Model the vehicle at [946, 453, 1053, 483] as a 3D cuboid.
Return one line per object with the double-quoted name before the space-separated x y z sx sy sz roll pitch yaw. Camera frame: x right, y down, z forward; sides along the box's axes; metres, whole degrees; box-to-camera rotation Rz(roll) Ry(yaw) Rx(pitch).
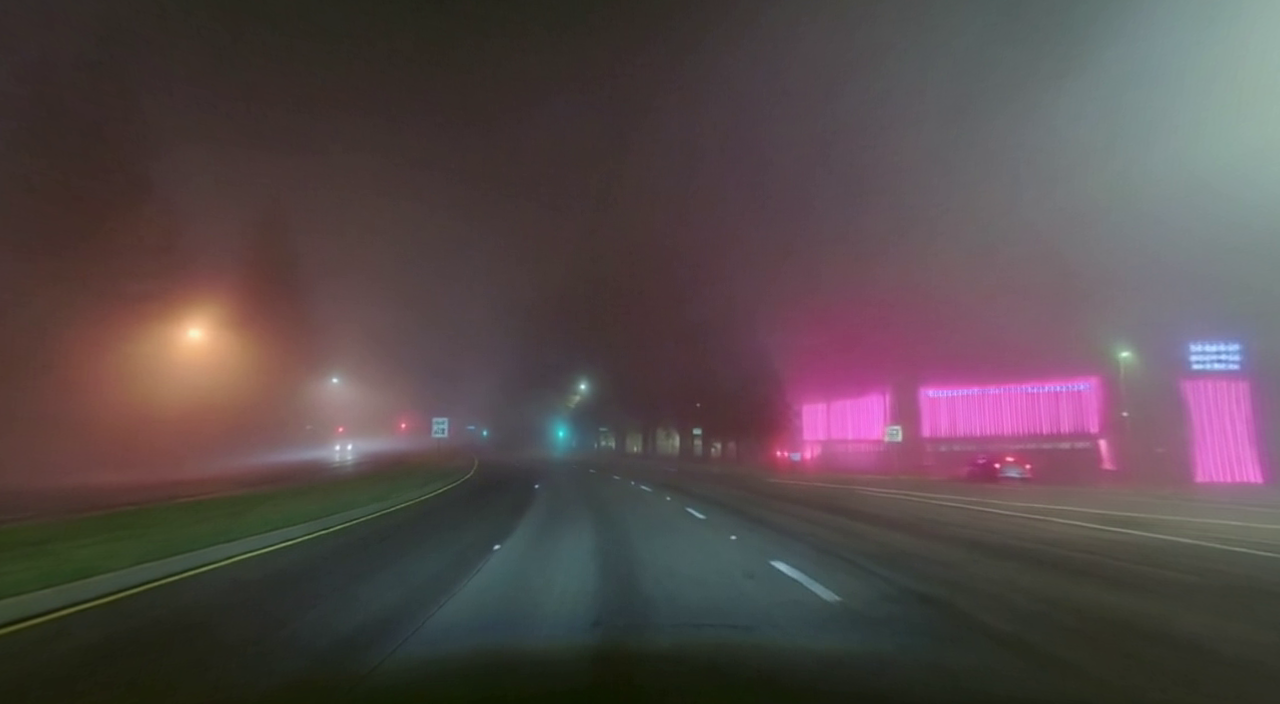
"vehicle" 21.003 6.811 36.998 4.946 1.656 2.139 0 -9 2
